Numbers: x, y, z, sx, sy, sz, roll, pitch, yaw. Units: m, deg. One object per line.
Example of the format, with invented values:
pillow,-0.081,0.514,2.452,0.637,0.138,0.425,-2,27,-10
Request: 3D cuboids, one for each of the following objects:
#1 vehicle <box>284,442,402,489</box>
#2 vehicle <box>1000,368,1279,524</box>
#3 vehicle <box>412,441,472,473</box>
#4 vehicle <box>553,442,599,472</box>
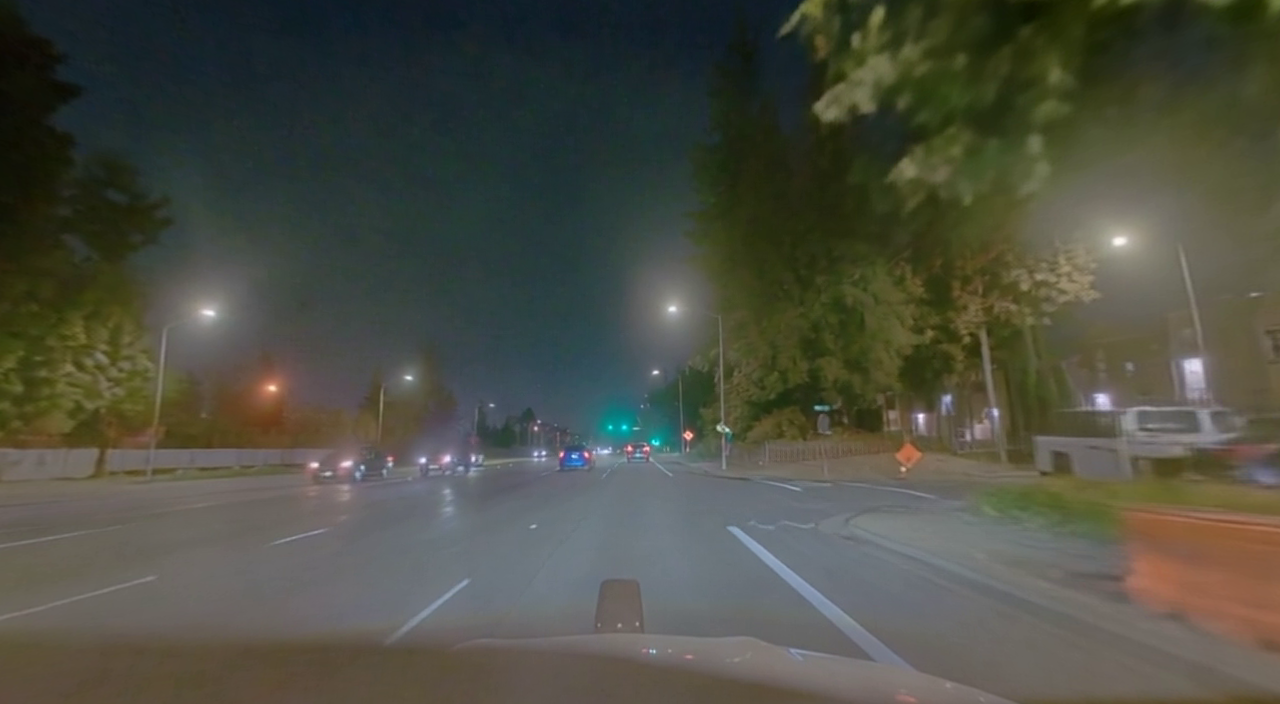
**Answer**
vehicle,-10.629,4.083,23.022,2.009,1.541,4.753,0,-9,-1
vehicle,9.061,1.626,10.942,2.352,1.991,5.862,0,-9,3
vehicle,-11.210,5.978,35.982,2.014,1.674,4.337,0,-9,-1
vehicle,-3.822,6.363,38.337,2.198,1.663,4.519,0,-9,2
